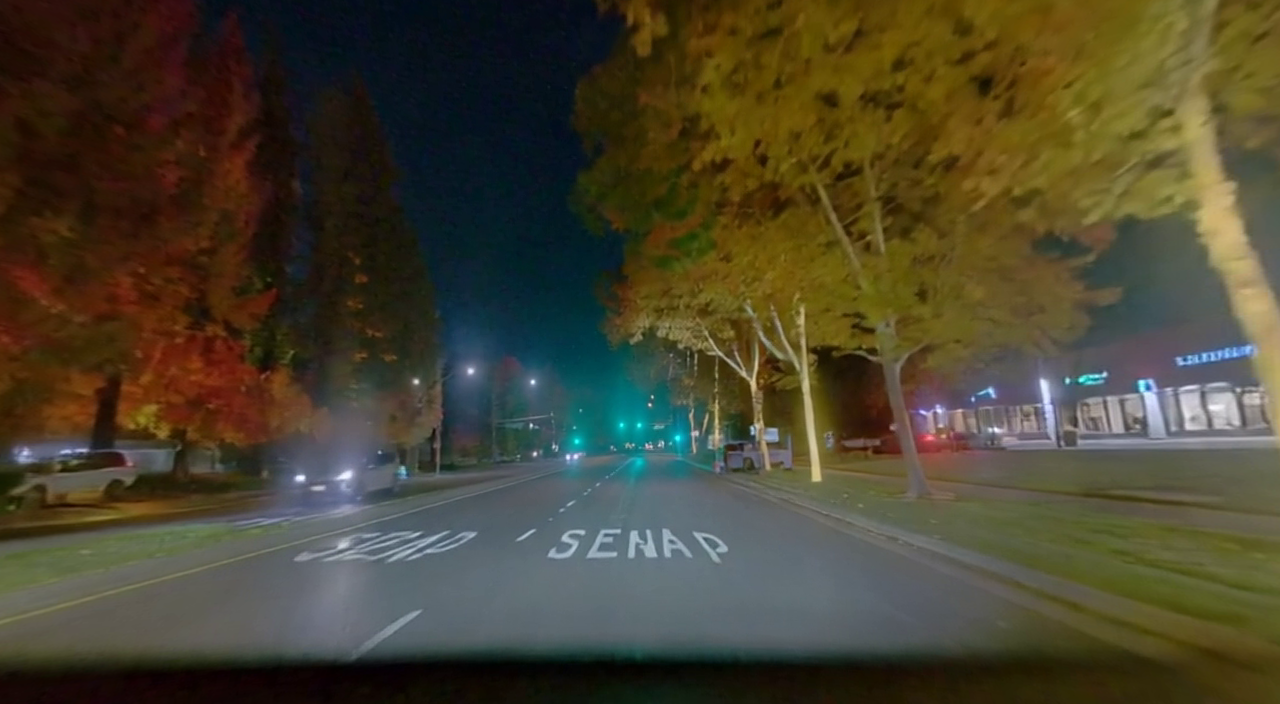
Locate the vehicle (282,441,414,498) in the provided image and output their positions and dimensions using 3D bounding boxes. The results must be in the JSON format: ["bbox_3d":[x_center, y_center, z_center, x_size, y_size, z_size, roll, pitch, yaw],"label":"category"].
[{"bbox_3d":[-10.520,4.255,23.245,2.196,1.829,5.389,0,-9,1],"label":"vehicle"}]

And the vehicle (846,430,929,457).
[{"bbox_3d":[15.922,5.933,40.565,4.474,1.698,2.088,0,-9,0],"label":"vehicle"}]

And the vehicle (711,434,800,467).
[{"bbox_3d":[7.379,6.355,40.585,5.336,2.006,2.022,0,-9,0],"label":"vehicle"}]

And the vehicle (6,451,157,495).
[{"bbox_3d":[-26.918,5.815,30.418,5.144,1.980,2.262,0,-9,2],"label":"vehicle"}]
